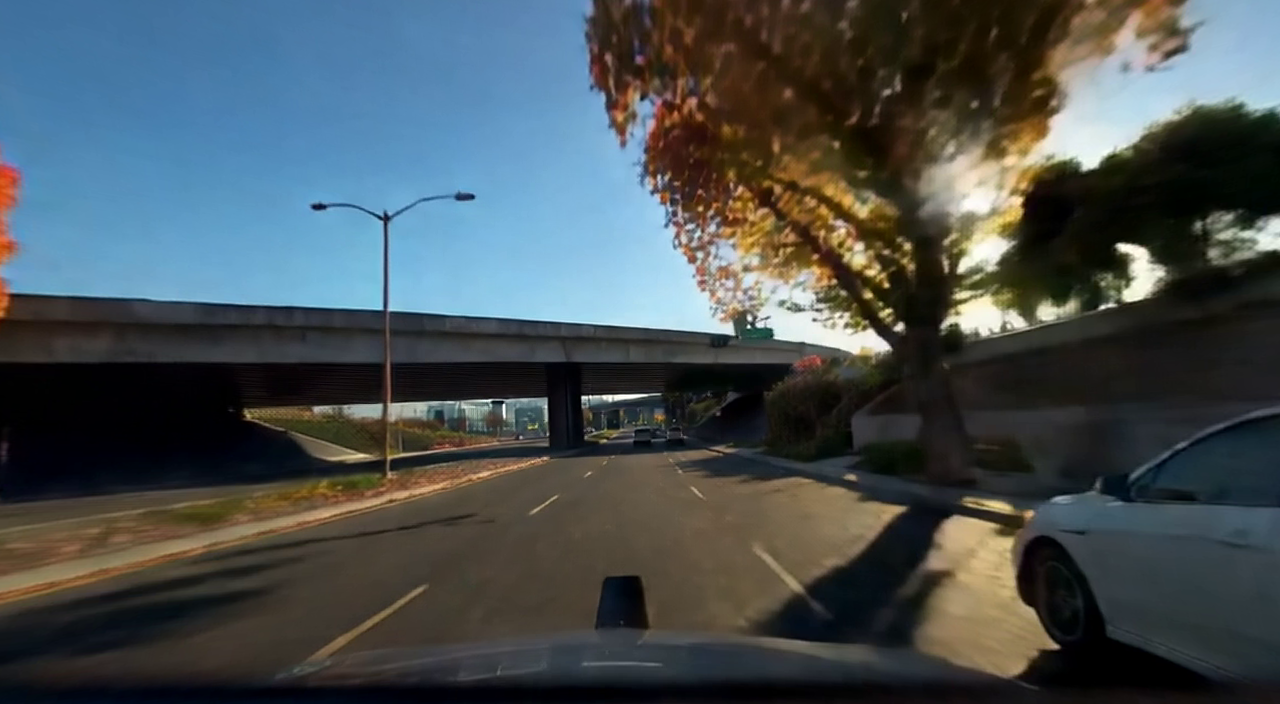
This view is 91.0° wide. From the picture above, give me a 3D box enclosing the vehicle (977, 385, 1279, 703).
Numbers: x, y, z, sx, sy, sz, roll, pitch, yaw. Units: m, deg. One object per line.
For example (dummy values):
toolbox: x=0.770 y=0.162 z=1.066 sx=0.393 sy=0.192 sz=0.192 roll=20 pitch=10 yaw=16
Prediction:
vehicle: x=3.623 y=0.907 z=2.548 sx=2.063 sy=1.542 sz=4.420 roll=0 pitch=-9 yaw=0
